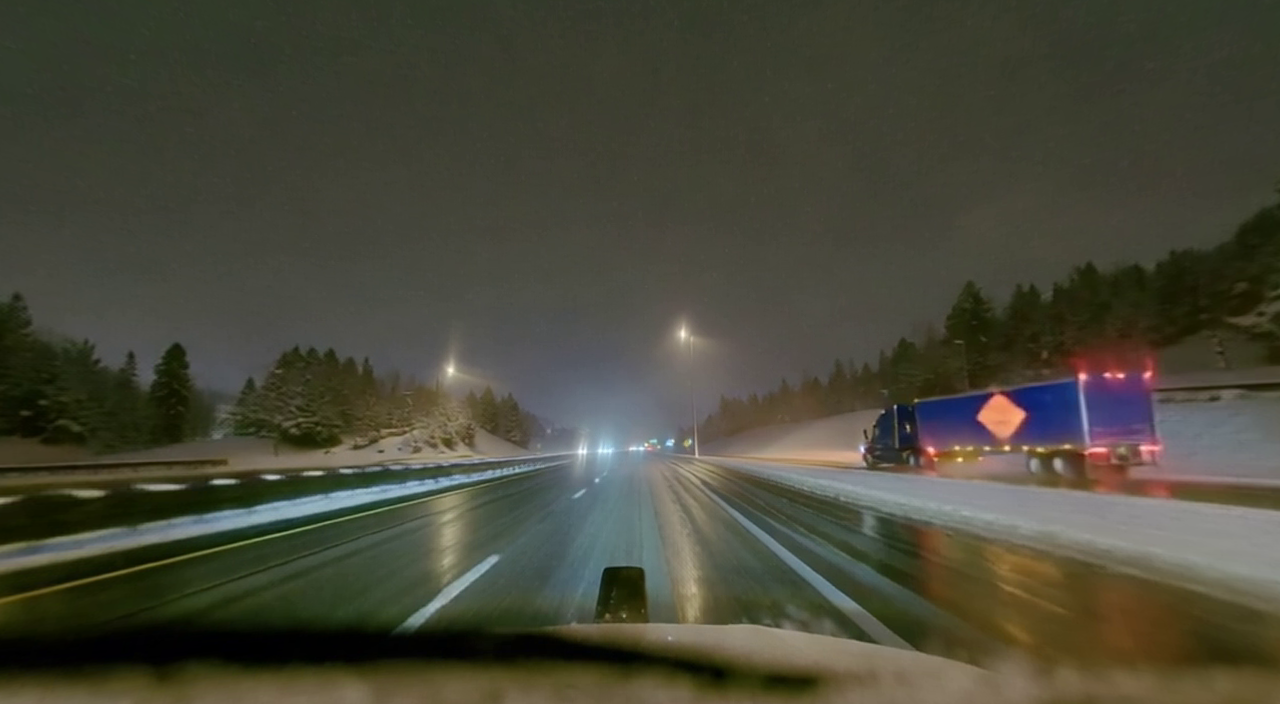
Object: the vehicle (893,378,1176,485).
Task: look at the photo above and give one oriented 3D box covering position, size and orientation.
[{"bbox_3d":[18.910,4.344,33.221,3.395,4.178,16.548,0,-8,-4],"label":"vehicle"}]
